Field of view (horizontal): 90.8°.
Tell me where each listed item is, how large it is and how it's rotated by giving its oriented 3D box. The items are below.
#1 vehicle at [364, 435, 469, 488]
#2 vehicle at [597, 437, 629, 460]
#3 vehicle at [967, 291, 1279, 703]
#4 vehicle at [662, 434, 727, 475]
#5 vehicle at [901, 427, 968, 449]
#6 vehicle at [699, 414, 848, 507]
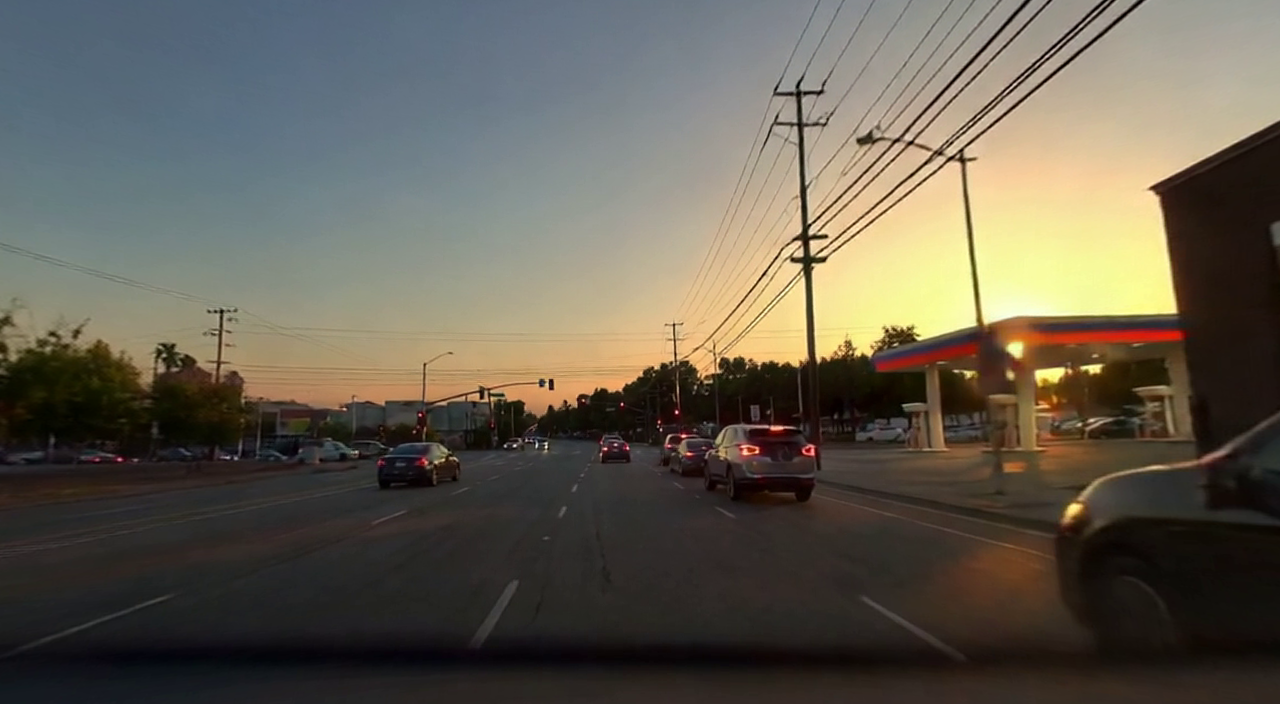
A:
[{"bbox_3d":[-7.006,3.461,20.309,2.075,1.470,4.190,0,-8,-4],"label":"vehicle"},{"bbox_3d":[-1.889,6.579,43.078,2.065,1.484,3.894,0,-8,-4],"label":"vehicle"},{"bbox_3d":[3.560,0.584,1.488,2.582,1.810,5.315,0,-8,-2],"label":"vehicle"},{"bbox_3d":[2.127,4.163,25.877,1.945,1.470,4.363,0,-8,-5],"label":"vehicle"},{"bbox_3d":[22.181,6.550,47.823,1.934,1.570,5.073,1,-9,-10],"label":"vehicle"},{"bbox_3d":[2.912,2.529,15.131,2.124,1.824,4.973,0,-8,-4],"label":"vehicle"}]
